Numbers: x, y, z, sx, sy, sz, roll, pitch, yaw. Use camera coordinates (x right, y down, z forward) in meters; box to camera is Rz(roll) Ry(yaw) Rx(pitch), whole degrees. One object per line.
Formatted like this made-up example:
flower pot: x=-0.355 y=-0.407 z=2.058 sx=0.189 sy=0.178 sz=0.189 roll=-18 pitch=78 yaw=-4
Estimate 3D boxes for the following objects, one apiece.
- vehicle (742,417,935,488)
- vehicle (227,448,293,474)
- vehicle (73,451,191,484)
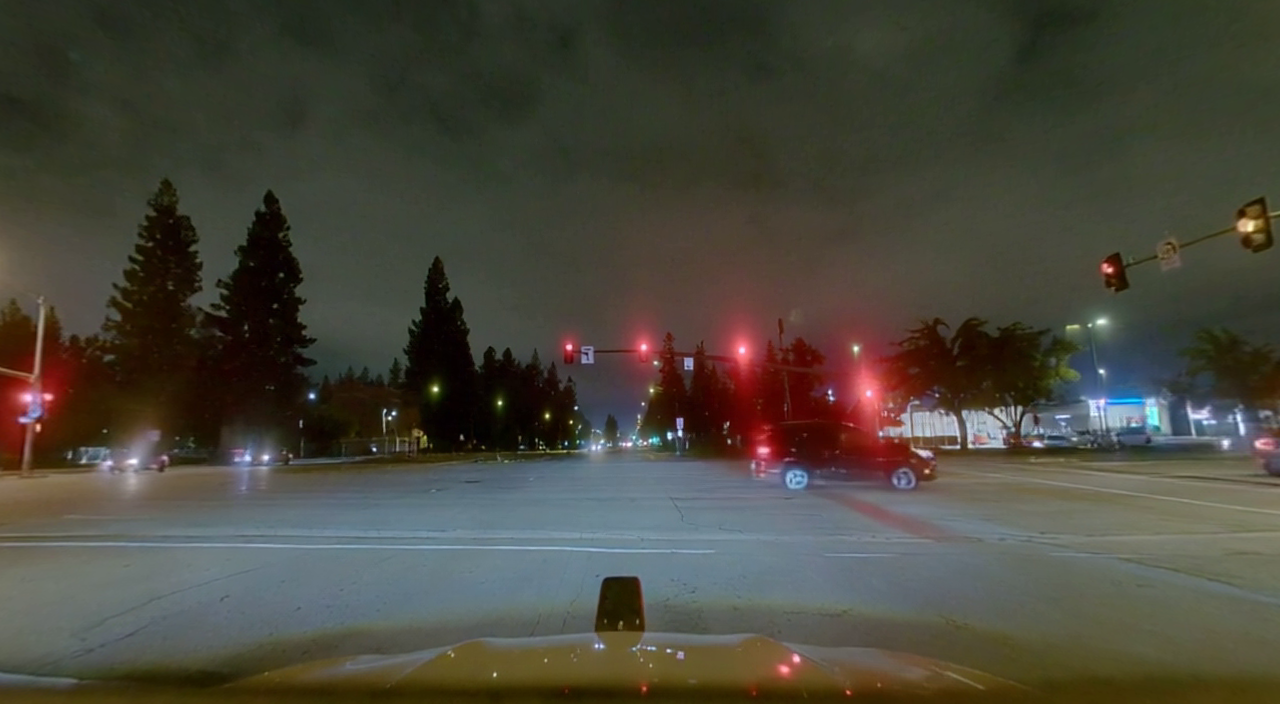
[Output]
vehicle: x=6.046 y=3.093 z=19.610 sx=5.310 sy=1.972 sz=2.223 roll=-3 pitch=-9 yaw=19
vehicle: x=-26.341 y=7.562 z=43.964 sx=1.889 sy=1.662 sz=4.319 roll=0 pitch=-9 yaw=0
vehicle: x=-27.482 y=6.230 z=34.412 sx=2.135 sy=1.637 sz=4.582 roll=-2 pitch=-9 yaw=10
